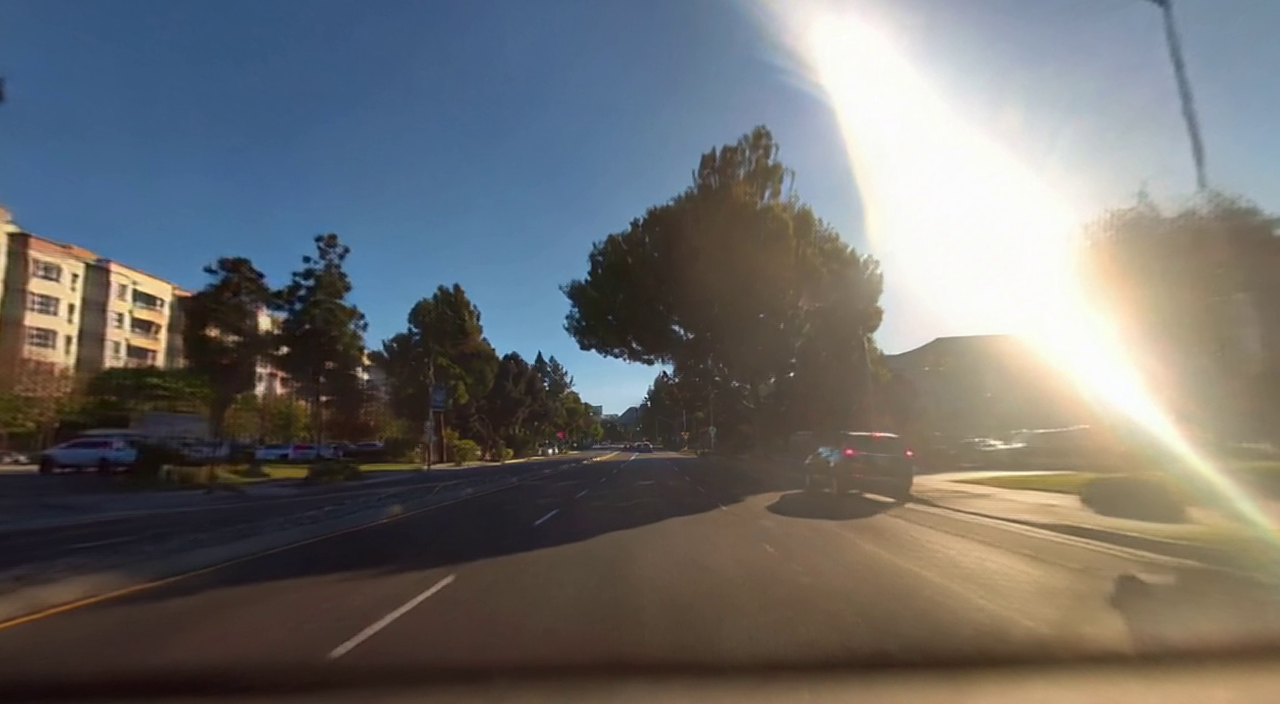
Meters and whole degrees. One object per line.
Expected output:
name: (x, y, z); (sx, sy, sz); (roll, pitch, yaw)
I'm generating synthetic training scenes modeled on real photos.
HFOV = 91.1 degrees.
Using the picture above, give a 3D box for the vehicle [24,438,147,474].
vehicle: (-26.393, 4.962, 29.988); (4.048, 1.601, 1.845); (0, -8, -2)

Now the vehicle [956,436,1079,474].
vehicle: (17.391, 4.764, 29.066); (4.421, 1.535, 1.869); (-2, -7, 2)

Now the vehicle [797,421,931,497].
vehicle: (7.062, 3.465, 20.643); (2.365, 2.138, 5.499); (0, -8, 0)
